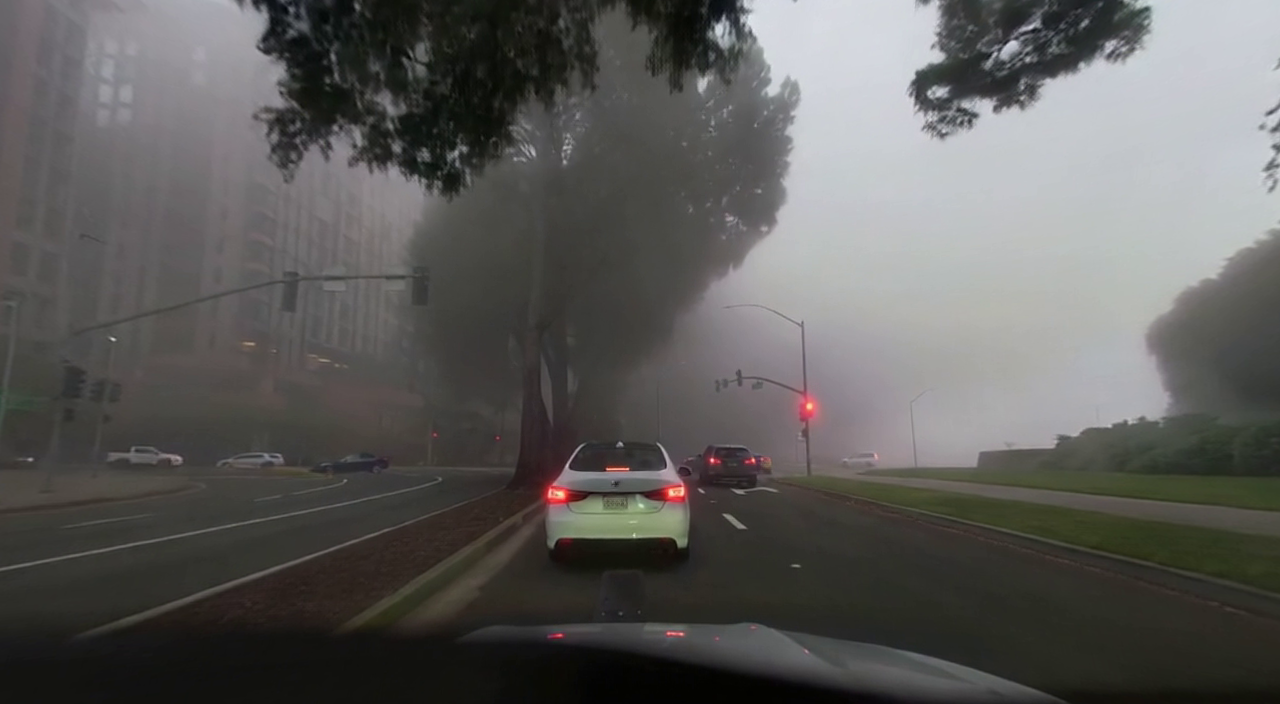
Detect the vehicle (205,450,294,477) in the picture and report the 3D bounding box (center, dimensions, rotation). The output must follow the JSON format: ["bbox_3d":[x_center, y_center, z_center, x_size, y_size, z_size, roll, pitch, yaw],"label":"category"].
[{"bbox_3d":[-25.996,7.403,42.225,4.575,1.718,2.008,2,-9,-12],"label":"vehicle"}]

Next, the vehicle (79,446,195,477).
[{"bbox_3d":[-29.822,6.487,37.601,4.877,1.754,1.978,2,-9,-11],"label":"vehicle"}]

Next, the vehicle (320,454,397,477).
[{"bbox_3d":[-19.385,7.827,43.753,4.548,1.449,1.802,2,-9,-13],"label":"vehicle"}]

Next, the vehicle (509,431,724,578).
[{"bbox_3d":[-0.227,1.872,8.603,2.173,1.479,4.264,0,-9,0],"label":"vehicle"}]

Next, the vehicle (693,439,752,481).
[{"bbox_3d":[3.864,5.162,30.493,2.092,1.851,4.913,0,-9,-1],"label":"vehicle"}]
